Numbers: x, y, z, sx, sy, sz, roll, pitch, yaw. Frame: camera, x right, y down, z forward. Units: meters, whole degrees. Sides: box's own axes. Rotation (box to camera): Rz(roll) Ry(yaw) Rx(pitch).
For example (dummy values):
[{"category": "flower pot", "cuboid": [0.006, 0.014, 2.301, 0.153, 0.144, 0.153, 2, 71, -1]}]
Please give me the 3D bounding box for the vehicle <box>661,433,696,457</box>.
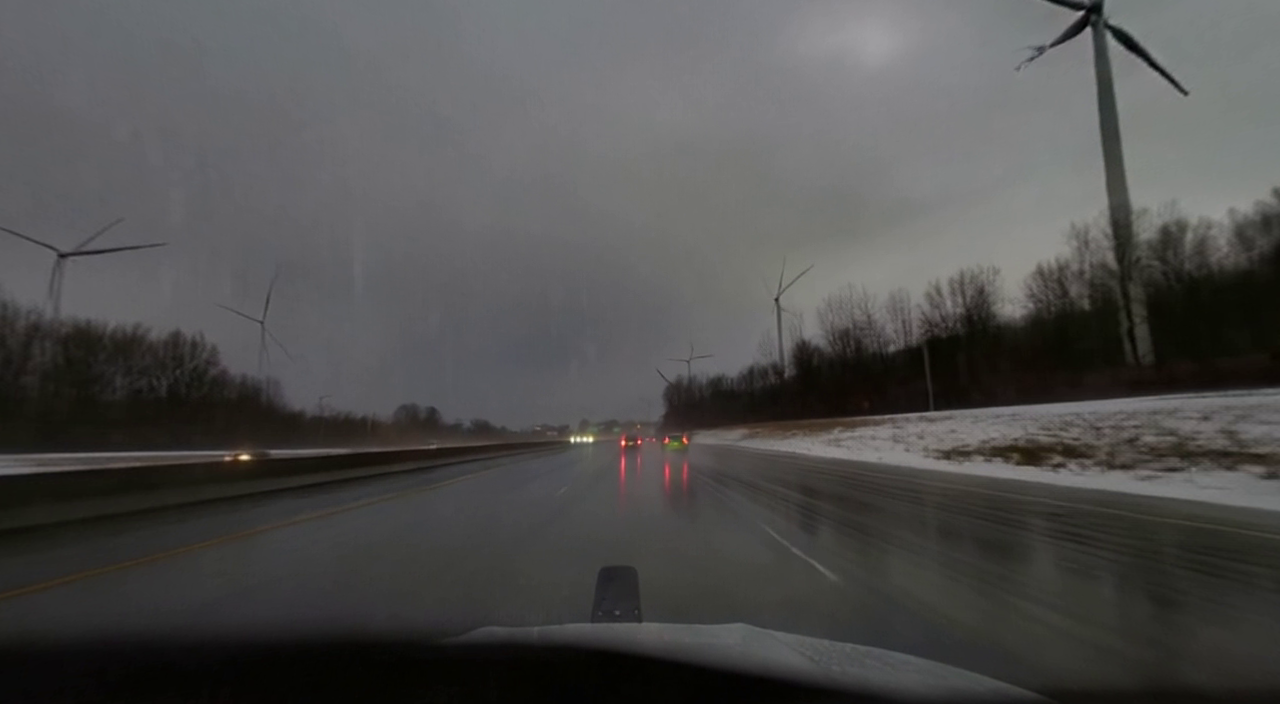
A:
[{"category": "vehicle", "cuboid": [2.615, 6.466, 43.915, 2.041, 1.551, 3.974, 0, -8, -3]}]
